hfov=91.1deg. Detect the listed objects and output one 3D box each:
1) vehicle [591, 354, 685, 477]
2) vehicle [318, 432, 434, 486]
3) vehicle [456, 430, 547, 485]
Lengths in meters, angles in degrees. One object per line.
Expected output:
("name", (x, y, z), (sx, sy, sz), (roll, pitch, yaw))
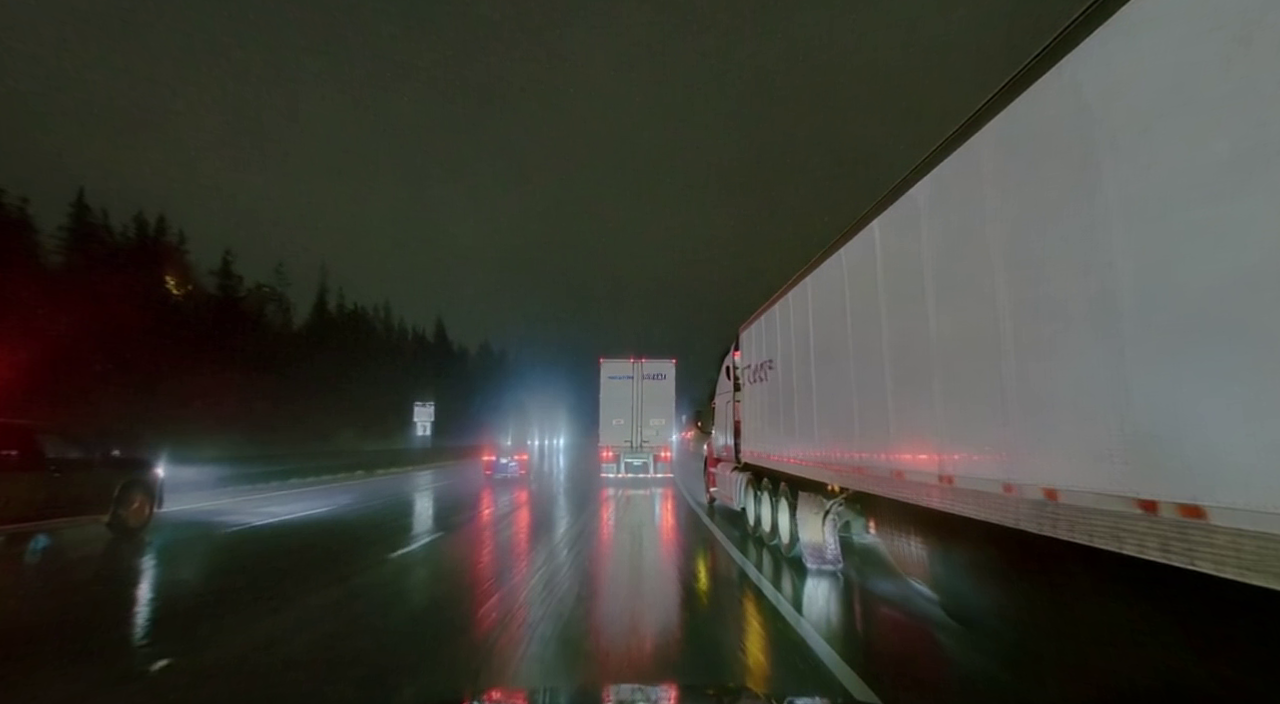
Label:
("vehicle", (-0.228, 2.810, 26.415), (3.118, 4.106, 10.719), (0, -8, -2))
("vehicle", (-8.121, 3.283, 19.792), (1.943, 1.500, 4.011), (0, -8, -1))
("vehicle", (-4.110, 3.176, 19.321), (1.933, 1.492, 3.838), (0, -8, 0))
